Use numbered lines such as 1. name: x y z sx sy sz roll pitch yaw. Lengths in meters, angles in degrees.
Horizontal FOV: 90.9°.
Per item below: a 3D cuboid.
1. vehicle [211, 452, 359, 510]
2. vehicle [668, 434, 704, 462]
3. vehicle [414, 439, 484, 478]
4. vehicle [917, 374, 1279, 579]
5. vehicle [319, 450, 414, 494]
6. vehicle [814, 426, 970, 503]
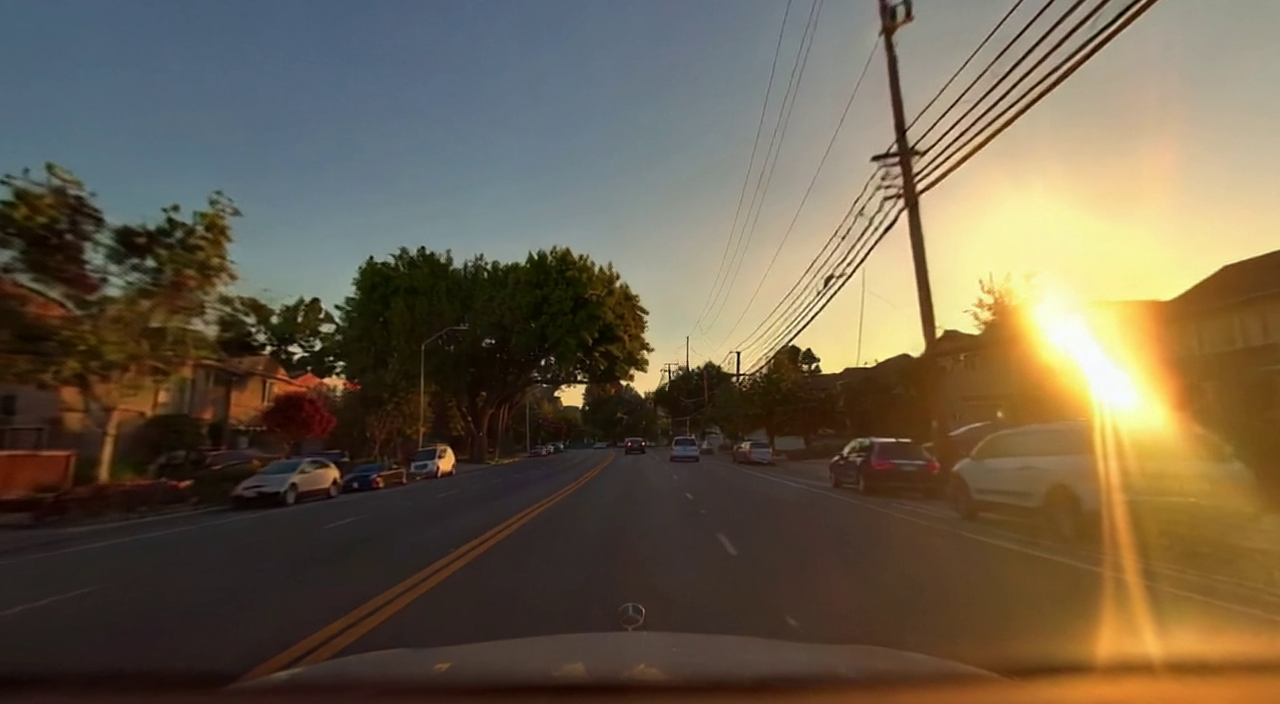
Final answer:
1. vehicle: -10.596 3.841 19.259 2.098 1.503 4.113 0 -8 0
2. vehicle: 3.046 6.506 42.925 2.070 1.765 4.731 0 -8 -1
3. vehicle: -10.462 5.830 34.867 2.258 1.846 4.843 -3 -8 1
4. vehicle: 6.439 1.652 9.258 2.274 2.090 5.465 0 -8 1
5. vehicle: -10.584 4.636 24.750 1.800 1.472 4.359 0 -8 -1
6. vehicle: 6.285 2.855 16.481 2.079 1.697 4.753 0 -8 0
